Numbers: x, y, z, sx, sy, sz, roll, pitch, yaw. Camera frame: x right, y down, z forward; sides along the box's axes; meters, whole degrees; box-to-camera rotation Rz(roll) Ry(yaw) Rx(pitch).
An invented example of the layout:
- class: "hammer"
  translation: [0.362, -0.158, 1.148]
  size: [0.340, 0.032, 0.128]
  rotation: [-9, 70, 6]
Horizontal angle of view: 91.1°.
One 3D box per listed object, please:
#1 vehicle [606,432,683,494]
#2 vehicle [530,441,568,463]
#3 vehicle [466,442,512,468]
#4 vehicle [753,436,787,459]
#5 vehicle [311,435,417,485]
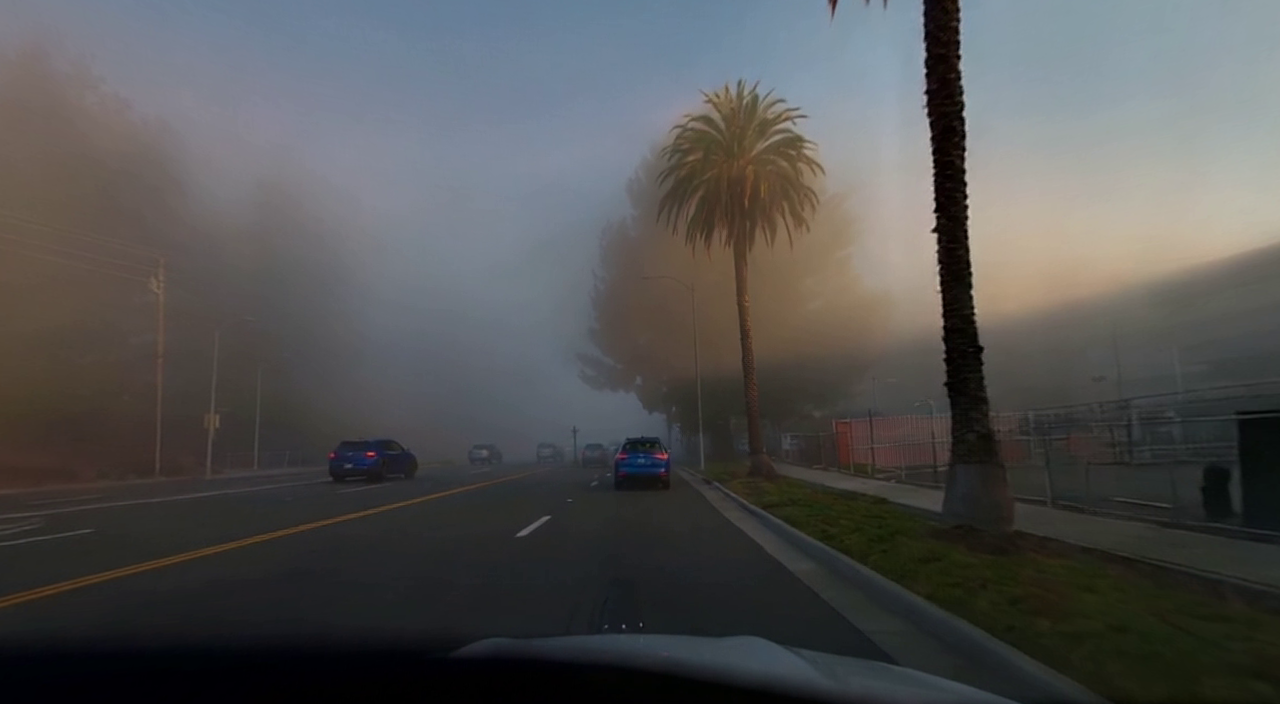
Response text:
- class: "vehicle"
  translation: [0.181, 3.369, 19.400]
  size: [2.121, 1.710, 3.893]
  rotation: [0, -8, 2]
- class: "vehicle"
  translation: [-6.862, 7.598, 47.860]
  size: [2.099, 1.608, 4.420]
  rotation: [0, -8, 1]
- class: "vehicle"
  translation: [-10.476, 7.172, 43.929]
  size: [1.998, 1.731, 4.952]
  rotation: [0, -8, 0]
- class: "vehicle"
  translation: [8.508, 6.215, 40.775]
  size: [1.837, 1.416, 3.947]
  rotation: [-2, -9, 15]
- class: "vehicle"
  translation: [-10.405, 4.094, 24.069]
  size: [1.965, 1.743, 4.327]
  rotation: [0, -9, 1]
